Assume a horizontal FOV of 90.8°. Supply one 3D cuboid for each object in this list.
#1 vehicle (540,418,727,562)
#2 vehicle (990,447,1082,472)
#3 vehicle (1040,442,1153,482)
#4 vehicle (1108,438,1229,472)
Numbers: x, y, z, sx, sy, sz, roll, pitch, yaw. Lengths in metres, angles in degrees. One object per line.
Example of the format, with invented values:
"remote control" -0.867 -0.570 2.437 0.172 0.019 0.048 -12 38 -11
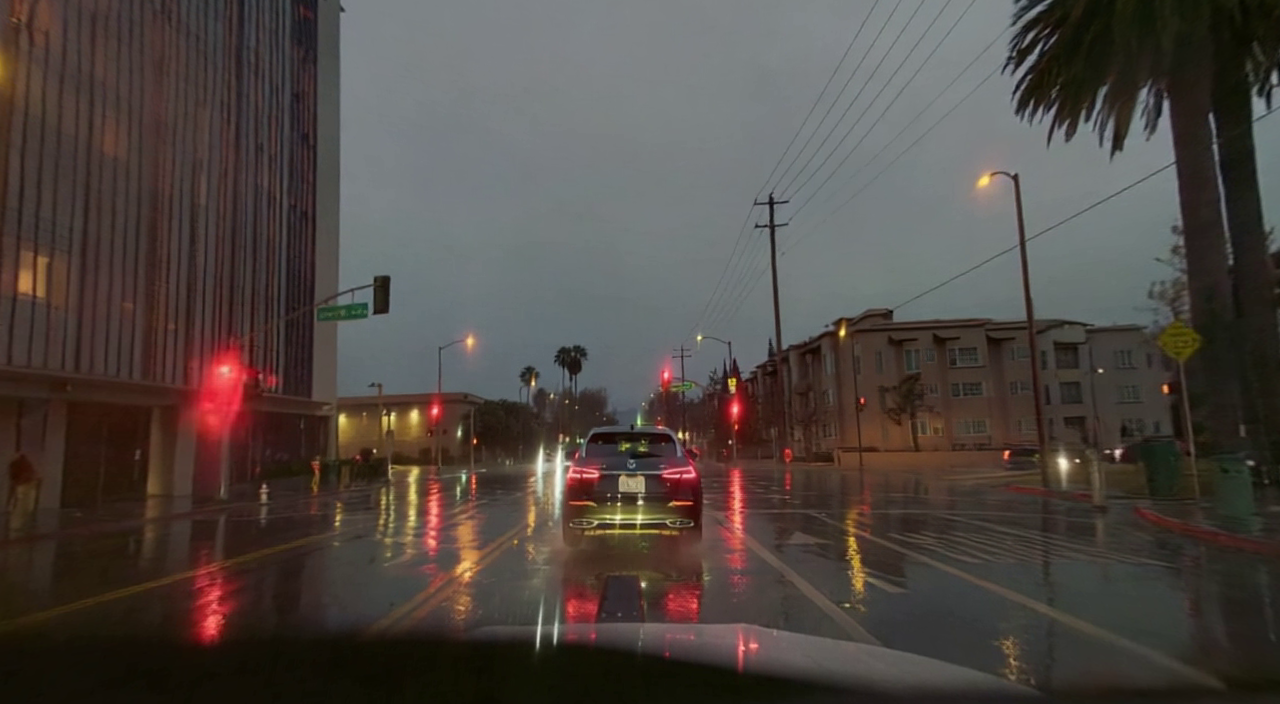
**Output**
"vehicle" -0.081 1.874 9.236 2.144 1.643 3.770 0 -8 0
"vehicle" 24.207 6.587 38.702 4.417 1.462 1.761 0 -8 -1
"vehicle" 20.065 4.798 27.797 4.118 1.593 2.004 3 -9 -21
"vehicle" 28.526 5.563 34.222 4.649 1.760 2.029 -1 -8 2
